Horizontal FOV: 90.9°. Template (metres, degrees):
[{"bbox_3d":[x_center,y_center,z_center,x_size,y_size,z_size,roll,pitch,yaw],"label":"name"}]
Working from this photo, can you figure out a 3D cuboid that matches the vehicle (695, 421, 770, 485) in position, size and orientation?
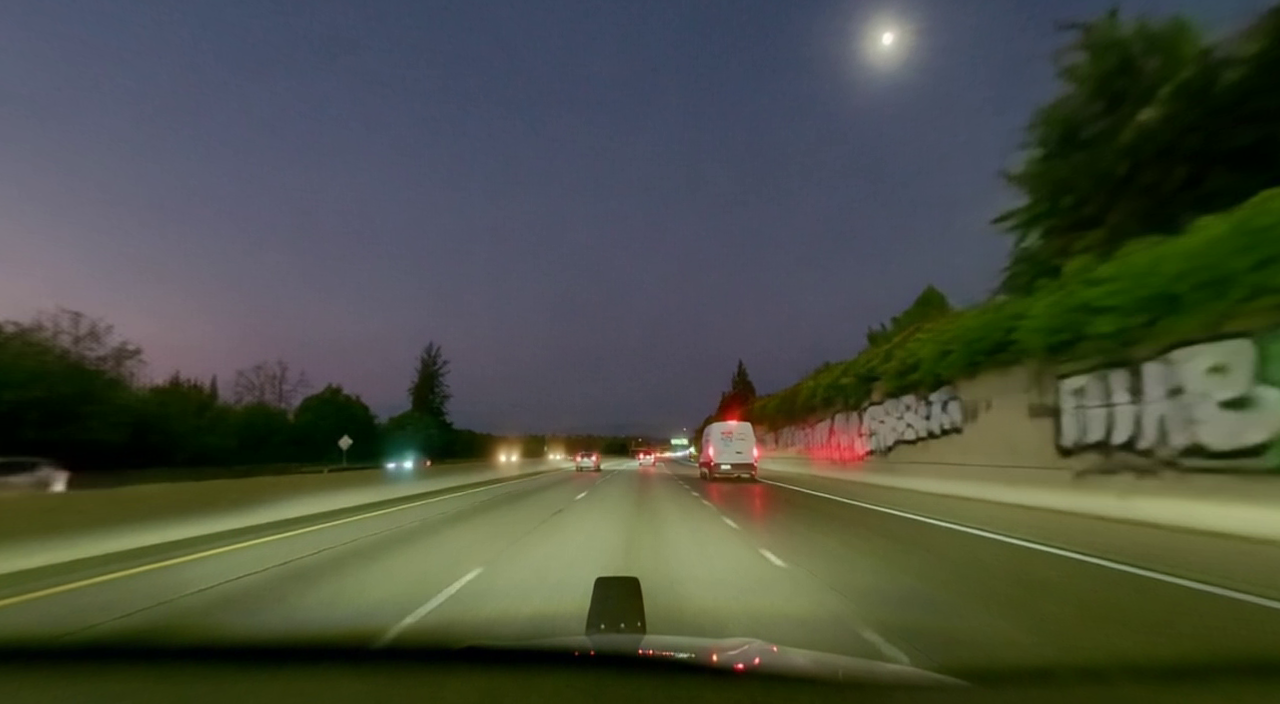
[{"bbox_3d":[4.033,4.589,28.617,2.469,2.591,5.653,0,-9,-1],"label":"vehicle"}]

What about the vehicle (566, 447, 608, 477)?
[{"bbox_3d":[-2.992,6.345,36.474,1.964,1.618,4.489,0,-9,1],"label":"vehicle"}]

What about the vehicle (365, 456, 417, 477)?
[{"bbox_3d":[-19.136,8.765,48.582,1.952,1.509,4.840,0,-9,1],"label":"vehicle"}]
